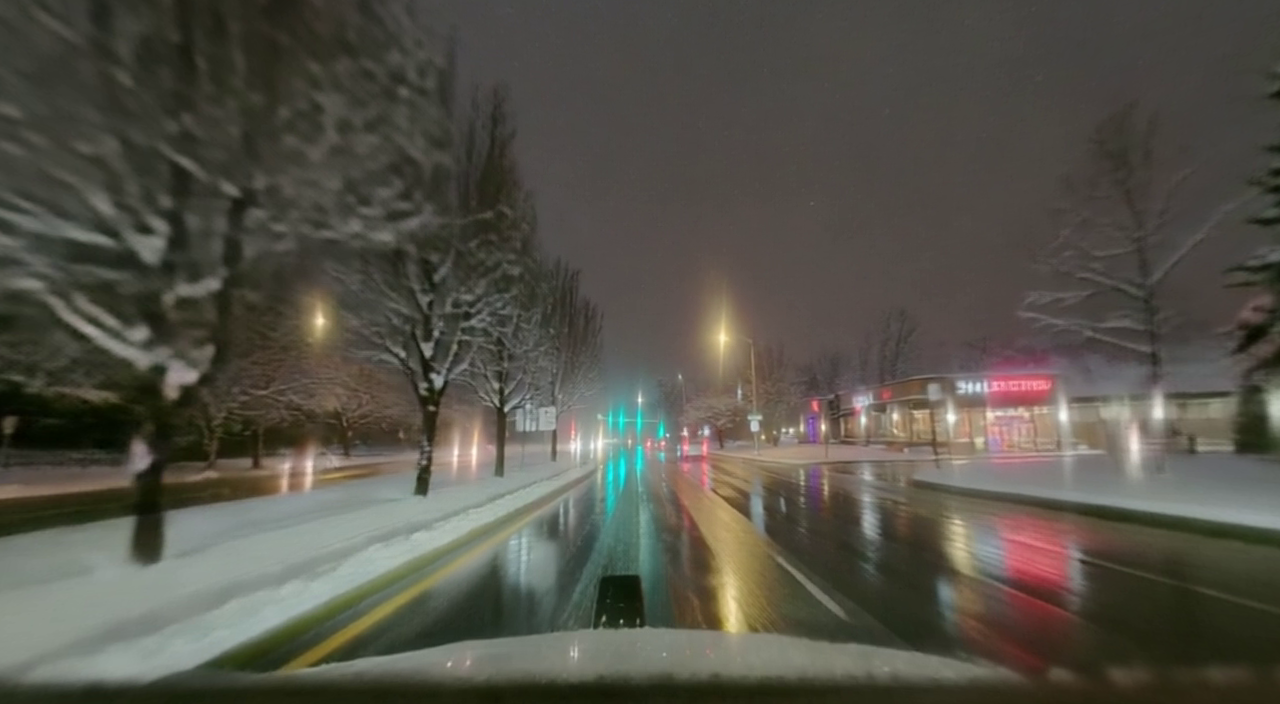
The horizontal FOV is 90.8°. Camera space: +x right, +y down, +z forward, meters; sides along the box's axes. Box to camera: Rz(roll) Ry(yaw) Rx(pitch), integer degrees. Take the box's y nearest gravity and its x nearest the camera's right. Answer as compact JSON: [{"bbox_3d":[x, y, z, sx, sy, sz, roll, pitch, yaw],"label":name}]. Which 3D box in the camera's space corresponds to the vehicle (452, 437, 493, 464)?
[{"bbox_3d":[-11.908,7.012,45.221,1.953,1.761,4.702,1,-8,-4],"label":"vehicle"}]

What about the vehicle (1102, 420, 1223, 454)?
[{"bbox_3d":[30.963,5.057,37.544,5.373,1.958,2.152,0,-8,-3],"label":"vehicle"}]

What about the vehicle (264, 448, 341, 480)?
[{"bbox_3d":[-18.542,6.138,34.963,1.827,1.546,4.506,0,-8,-1],"label":"vehicle"}]

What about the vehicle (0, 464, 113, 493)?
[{"bbox_3d":[-32.010,6.917,34.618,4.350,1.465,1.922,1,-8,-7],"label":"vehicle"}]

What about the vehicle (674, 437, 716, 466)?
[{"bbox_3d":[3.162,5.859,37.339,1.961,1.580,4.020,0,-8,-2],"label":"vehicle"}]
